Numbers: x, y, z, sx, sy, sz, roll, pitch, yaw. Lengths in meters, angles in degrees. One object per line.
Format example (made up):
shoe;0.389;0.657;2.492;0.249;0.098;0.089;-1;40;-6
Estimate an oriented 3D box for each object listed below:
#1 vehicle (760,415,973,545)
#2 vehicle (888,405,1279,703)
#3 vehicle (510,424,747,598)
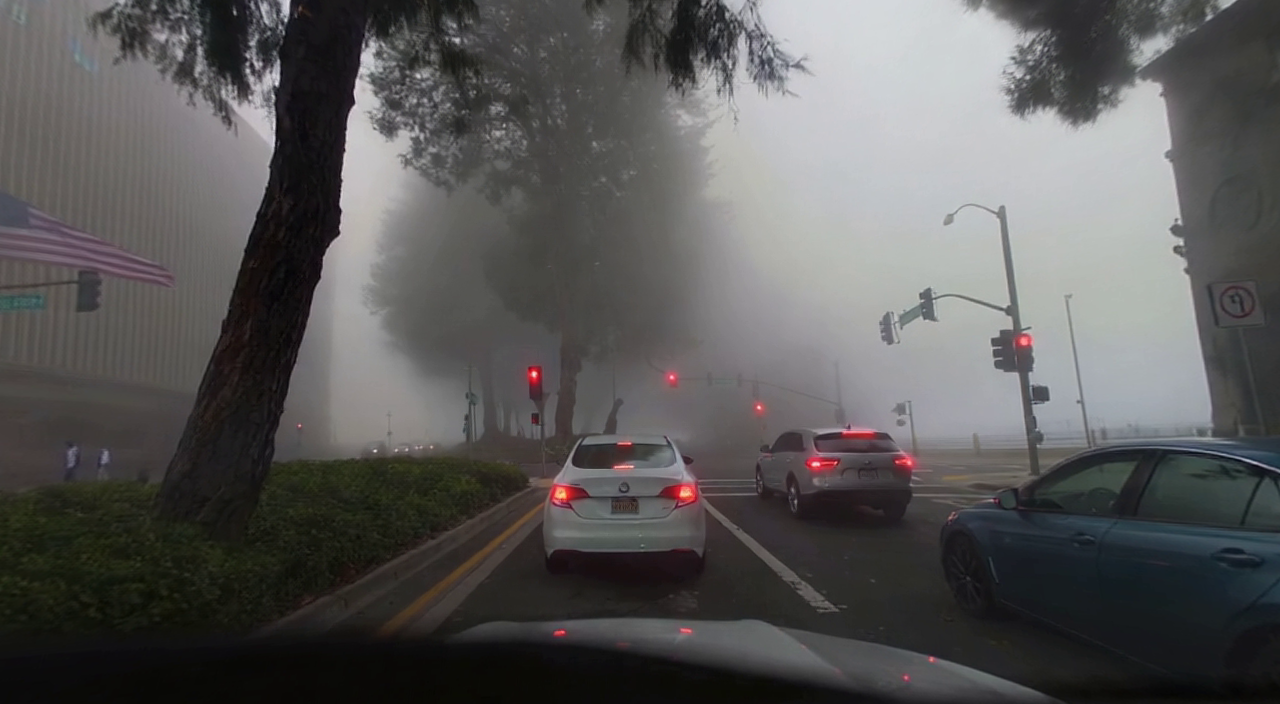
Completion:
vehicle;3.513;2.078;10.939;1.978;1.738;4.599;0;-8;0
vehicle;3.375;1.175;3.995;1.833;1.465;4.258;0;-8;-1
vehicle;-0.103;1.694;7.537;2.096;1.521;3.747;0;-8;0
